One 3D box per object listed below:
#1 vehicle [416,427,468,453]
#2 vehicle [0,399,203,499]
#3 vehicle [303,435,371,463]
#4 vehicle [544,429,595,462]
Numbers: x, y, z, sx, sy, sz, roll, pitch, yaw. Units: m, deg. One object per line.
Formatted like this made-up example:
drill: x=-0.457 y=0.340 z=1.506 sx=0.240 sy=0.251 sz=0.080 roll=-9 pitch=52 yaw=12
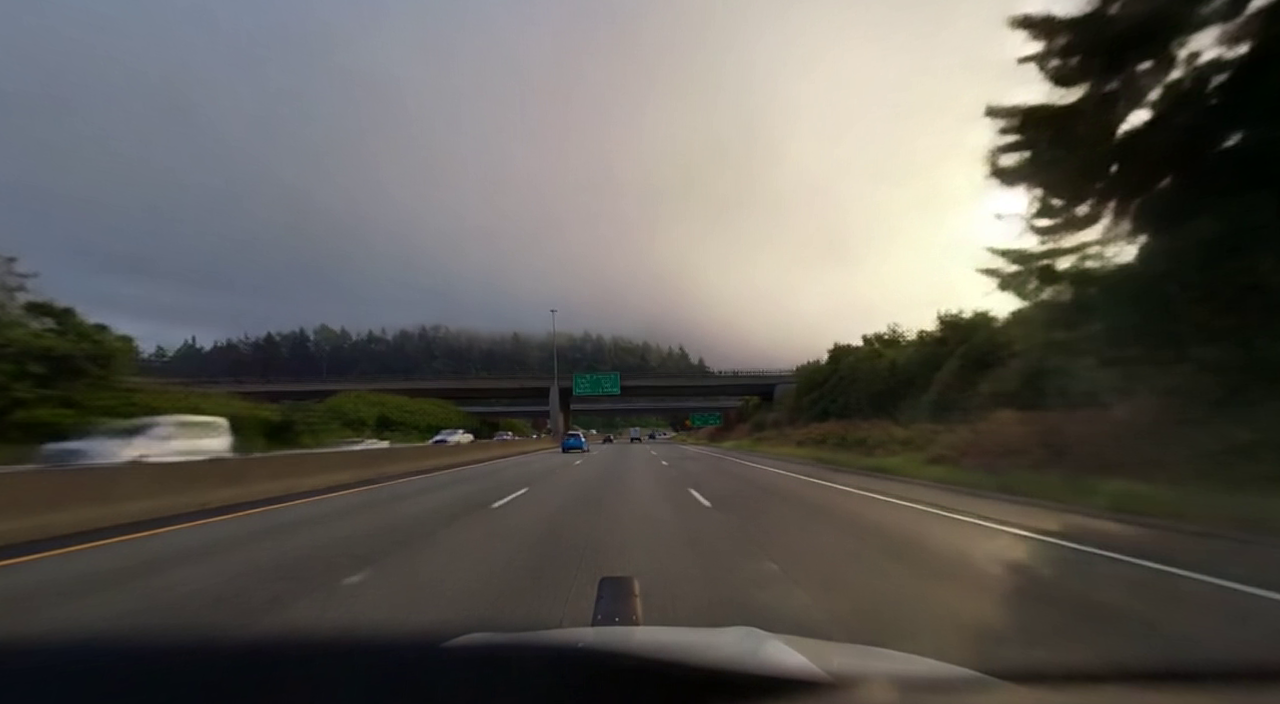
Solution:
vehicle: x=-13.422 y=5.983 z=43.107 sx=1.945 sy=1.658 sz=4.898 roll=0 pitch=-7 yaw=0
vehicle: x=-13.506 y=2.257 z=15.095 sx=2.341 sy=1.969 sz=5.181 roll=0 pitch=-7 yaw=0
vehicle: x=-17.984 y=5.721 z=37.604 sx=1.936 sy=1.552 sz=4.209 roll=0 pitch=-7 yaw=0
vehicle: x=-3.648 y=4.906 z=33.441 sx=2.086 sy=1.624 sz=4.607 roll=0 pitch=-8 yaw=1
